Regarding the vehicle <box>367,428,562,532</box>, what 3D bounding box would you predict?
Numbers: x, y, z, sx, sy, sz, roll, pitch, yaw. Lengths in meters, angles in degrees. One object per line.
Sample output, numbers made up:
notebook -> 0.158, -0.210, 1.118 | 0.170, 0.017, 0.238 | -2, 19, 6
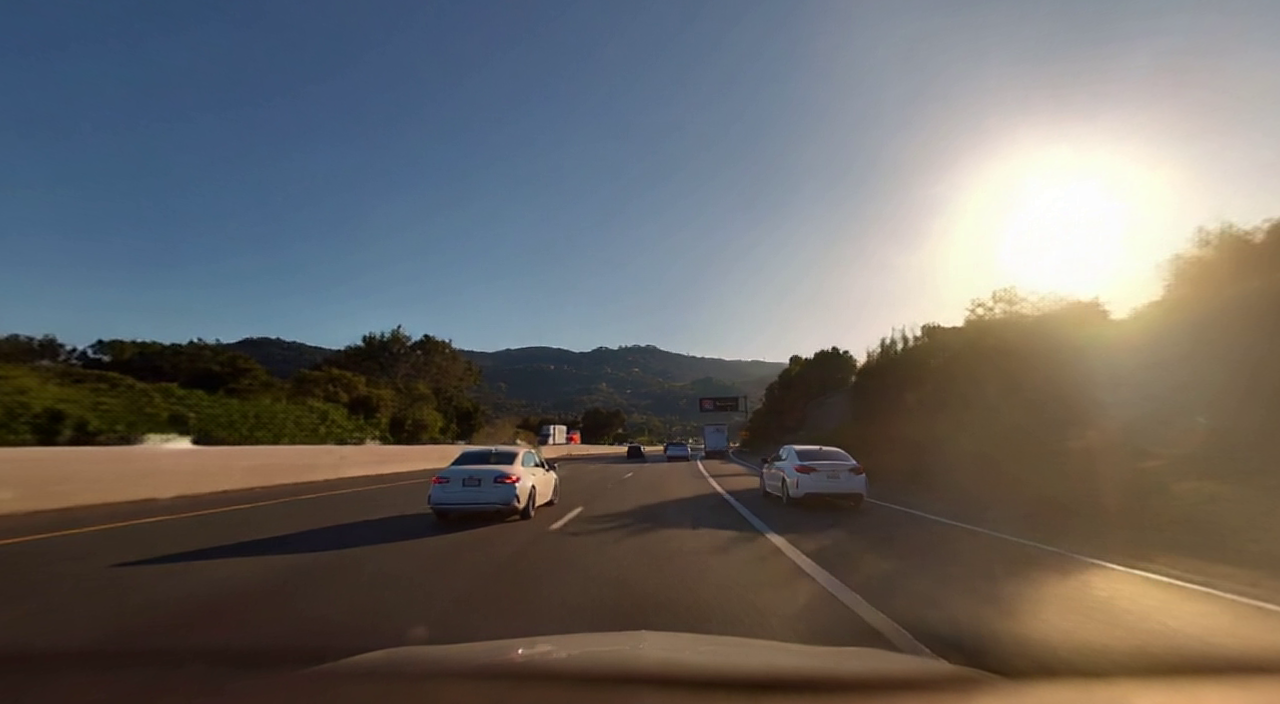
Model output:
vehicle -> -2.855, 2.218, 11.604 | 2.031, 1.491, 4.792 | -1, -8, 2

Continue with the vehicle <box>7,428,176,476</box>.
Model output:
vehicle -> -21.218, 3.911, 24.787 | 2.114, 1.678, 4.985 | 0, -8, 1

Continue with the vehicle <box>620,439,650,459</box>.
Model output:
vehicle -> -0.352, 7.673, 49.938 | 2.010, 1.482, 4.230 | -1, -8, 4

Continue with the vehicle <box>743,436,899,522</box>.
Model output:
vehicle -> 3.489, 2.529, 13.137 | 2.013, 1.464, 4.317 | 0, -8, 1

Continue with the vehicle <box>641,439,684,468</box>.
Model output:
vehicle -> 1.277, 5.462, 34.061 | 2.202, 1.467, 3.929 | -1, -8, 4

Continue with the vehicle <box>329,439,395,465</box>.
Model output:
vehicle -> -17.168, 6.197, 39.250 | 1.870, 1.454, 4.587 | -1, -8, 2
